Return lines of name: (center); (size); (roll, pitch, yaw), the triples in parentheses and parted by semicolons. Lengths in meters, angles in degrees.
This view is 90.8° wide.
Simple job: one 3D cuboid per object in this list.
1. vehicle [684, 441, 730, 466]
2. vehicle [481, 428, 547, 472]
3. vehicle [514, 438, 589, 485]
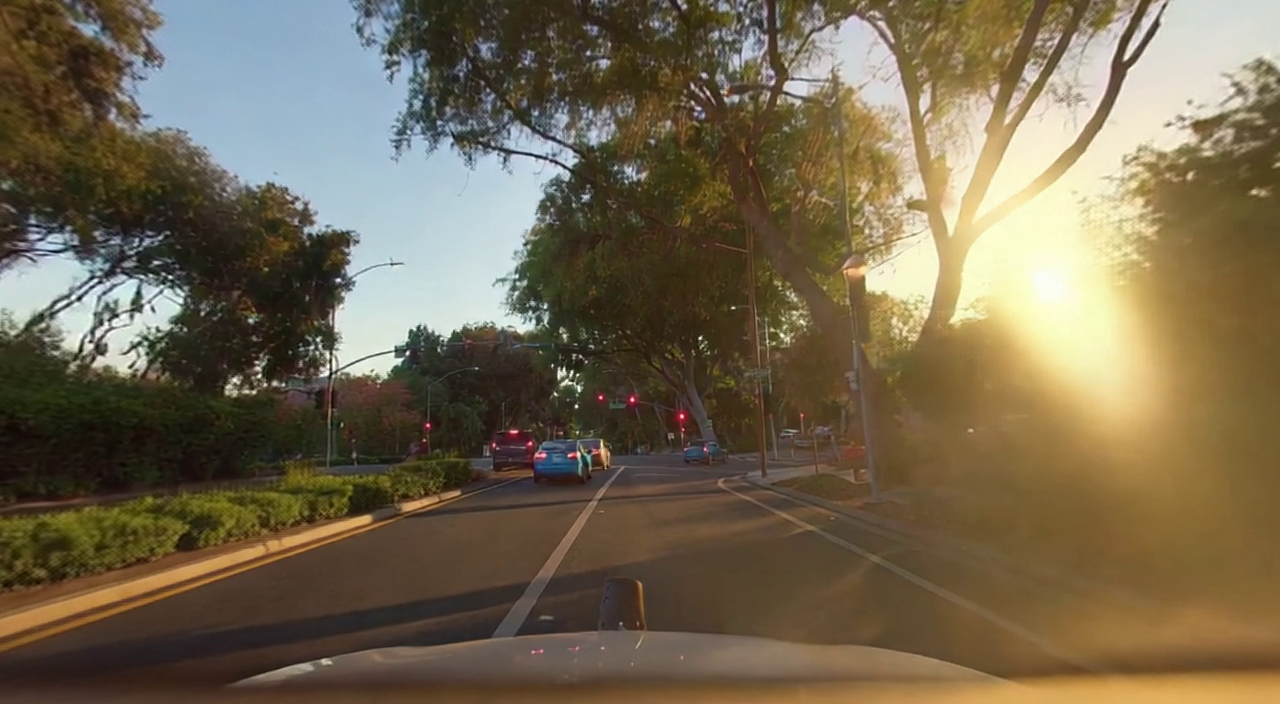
vehicle: (4.049, 6.020, 37.665); (1.945, 1.410, 4.284); (-3, -9, 17)
vehicle: (-6.215, 4.941, 31.836); (2.390, 2.020, 5.085); (0, -9, -1)
vehicle: (-2.966, 3.786, 22.079); (1.979, 1.492, 3.930); (0, -9, 1)
